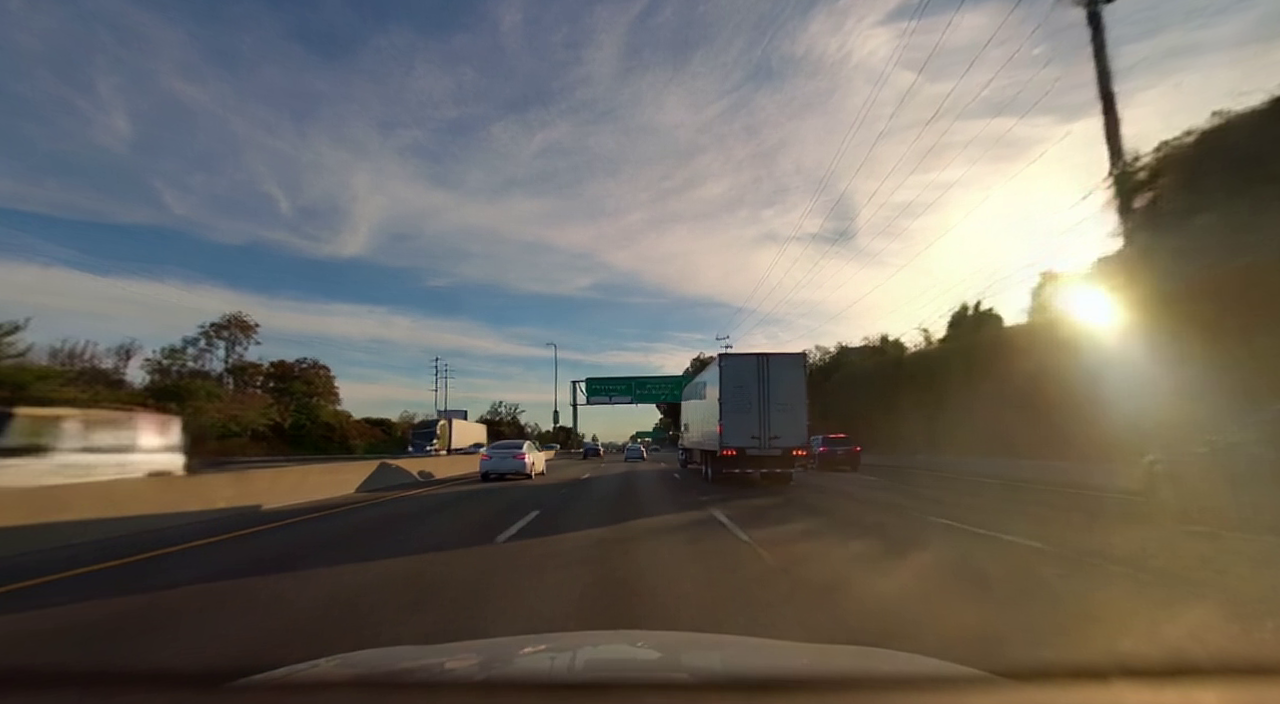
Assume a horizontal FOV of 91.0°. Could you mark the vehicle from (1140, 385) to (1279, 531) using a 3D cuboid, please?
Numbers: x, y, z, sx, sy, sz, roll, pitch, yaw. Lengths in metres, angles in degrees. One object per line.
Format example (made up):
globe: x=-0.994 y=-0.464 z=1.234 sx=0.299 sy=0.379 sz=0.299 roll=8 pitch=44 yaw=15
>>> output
vehicle: x=10.706 y=1.492 z=8.756 sx=2.420 sy=2.141 sz=5.994 roll=0 pitch=-8 yaw=-1

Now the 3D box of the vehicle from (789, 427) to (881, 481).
vehicle: x=7.539 y=3.978 z=24.864 sx=2.079 sy=1.938 sz=4.630 roll=0 pitch=-8 yaw=-1

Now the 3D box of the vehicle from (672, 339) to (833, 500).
vehicle: x=3.292 y=2.843 z=24.260 sx=2.907 sy=4.109 sz=16.177 roll=0 pitch=-8 yaw=-1

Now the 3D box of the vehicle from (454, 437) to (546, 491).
vehicle: x=-4.292 y=3.476 z=19.971 sx=1.968 sy=1.507 sz=3.829 roll=0 pitch=-8 yaw=1

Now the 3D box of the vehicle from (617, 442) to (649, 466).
vehicle: x=-0.411 y=6.750 z=41.882 sx=2.047 sy=1.485 sz=3.938 roll=0 pitch=-8 yaw=1

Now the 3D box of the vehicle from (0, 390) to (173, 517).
vehicle: x=-10.985 y=1.602 z=10.006 sx=2.558 sy=1.904 sz=6.041 roll=0 pitch=-8 yaw=-1

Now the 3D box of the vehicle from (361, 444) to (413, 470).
vehicle: x=-15.014 y=6.234 z=37.550 sx=1.596 sy=1.364 sz=3.442 roll=0 pitch=-7 yaw=2
